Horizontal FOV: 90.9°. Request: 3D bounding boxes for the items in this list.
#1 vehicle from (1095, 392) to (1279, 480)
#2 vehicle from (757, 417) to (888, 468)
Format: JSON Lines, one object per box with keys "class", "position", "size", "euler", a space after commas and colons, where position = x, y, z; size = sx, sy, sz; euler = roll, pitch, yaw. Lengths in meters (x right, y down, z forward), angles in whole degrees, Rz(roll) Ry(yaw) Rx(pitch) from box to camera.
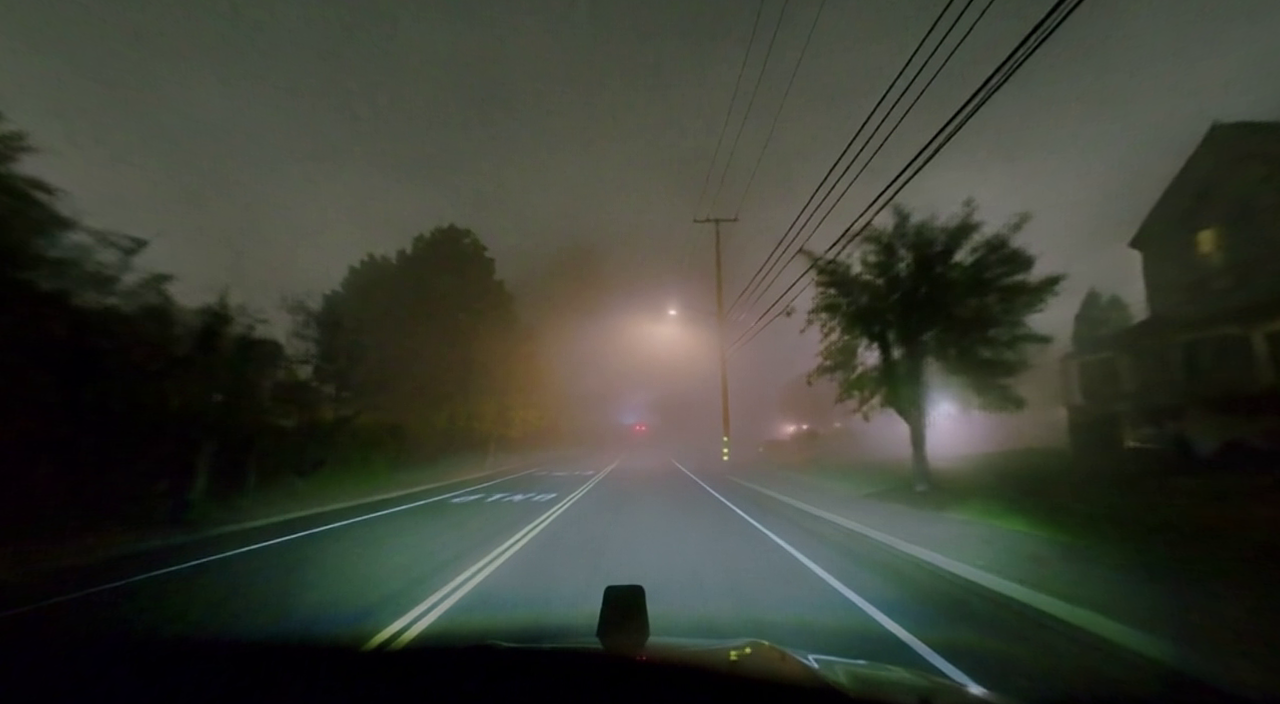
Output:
{"class": "vehicle", "position": [11.236, 1.649, 12.609], "size": [1.884, 1.484, 4.034], "euler": [-1, -7, 11]}
{"class": "vehicle", "position": [9.429, 4.704, 32.994], "size": [6.133, 2.254, 2.383], "euler": [3, -6, 0]}
